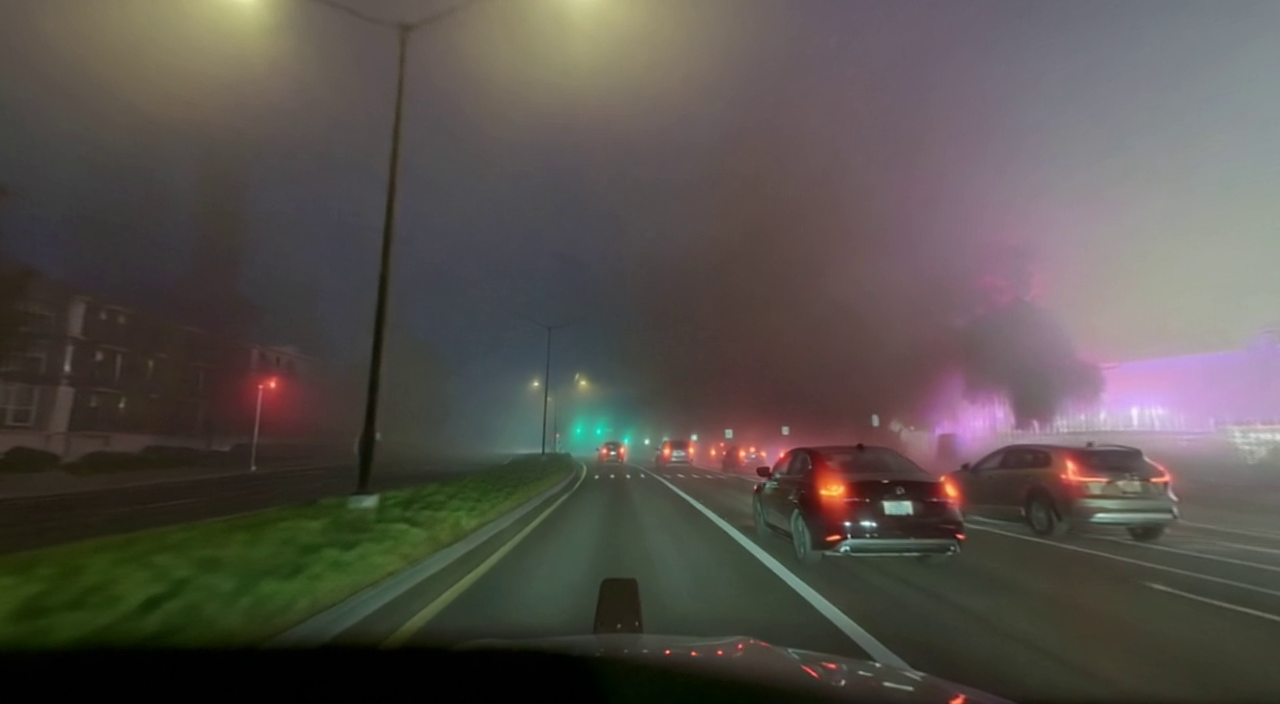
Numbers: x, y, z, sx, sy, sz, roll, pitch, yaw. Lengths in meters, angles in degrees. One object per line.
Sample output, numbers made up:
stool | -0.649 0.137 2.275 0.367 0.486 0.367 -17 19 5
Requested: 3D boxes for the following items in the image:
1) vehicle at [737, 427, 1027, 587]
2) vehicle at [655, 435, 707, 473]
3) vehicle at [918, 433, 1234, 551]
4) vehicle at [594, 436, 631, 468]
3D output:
vehicle | 2.580 1.749 8.011 1.883 1.452 4.258 0 -8 -2
vehicle | 1.993 5.117 31.809 2.000 1.745 4.206 0 -8 -4
vehicle | 6.497 2.088 10.161 1.917 1.457 4.274 0 -8 -2
vehicle | -1.719 5.975 37.853 2.051 1.798 4.168 0 -8 -5
